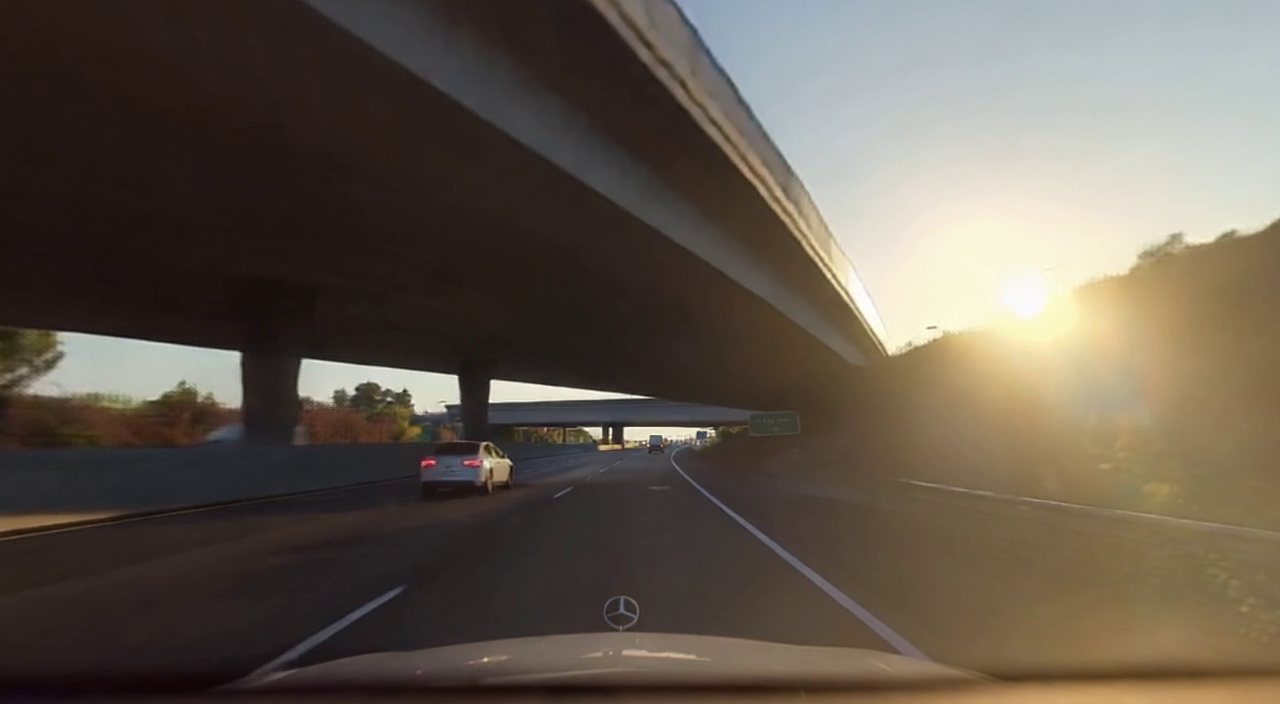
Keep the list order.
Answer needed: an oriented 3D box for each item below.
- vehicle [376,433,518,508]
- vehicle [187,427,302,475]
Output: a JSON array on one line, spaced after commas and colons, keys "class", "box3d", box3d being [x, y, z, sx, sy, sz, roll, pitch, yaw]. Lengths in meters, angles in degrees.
[{"class": "vehicle", "box3d": [-4.487, 2.841, 15.478, 1.961, 1.540, 4.487, -1, -9, 2]}, {"class": "vehicle", "box3d": [-22.936, 5.806, 36.917, 2.243, 2.568, 6.614, -1, -9, 1]}]
